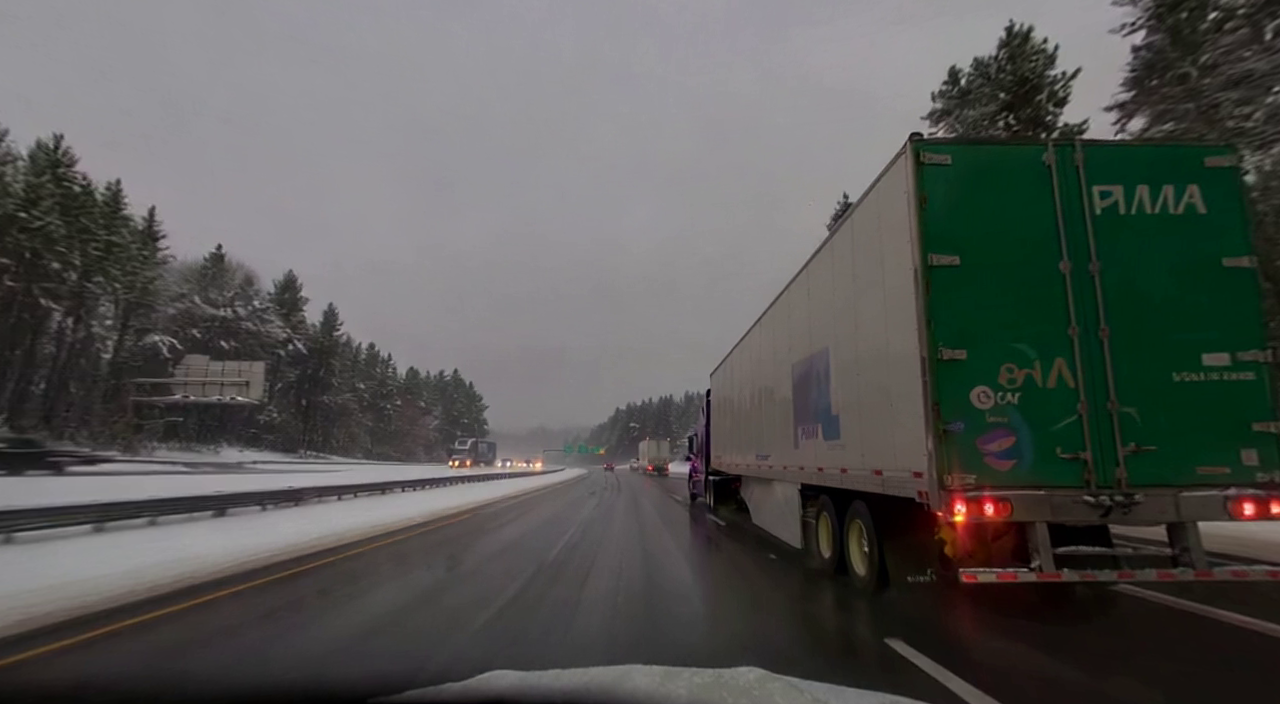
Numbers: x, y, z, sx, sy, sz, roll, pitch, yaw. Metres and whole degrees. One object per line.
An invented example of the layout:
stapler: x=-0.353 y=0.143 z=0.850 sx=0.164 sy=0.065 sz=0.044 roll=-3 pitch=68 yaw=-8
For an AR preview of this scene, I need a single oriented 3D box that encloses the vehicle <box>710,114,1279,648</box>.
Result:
vehicle: x=3.558 y=1.331 z=11.657 sx=2.856 sy=4.040 sz=14.009 roll=1 pitch=-10 yaw=0
